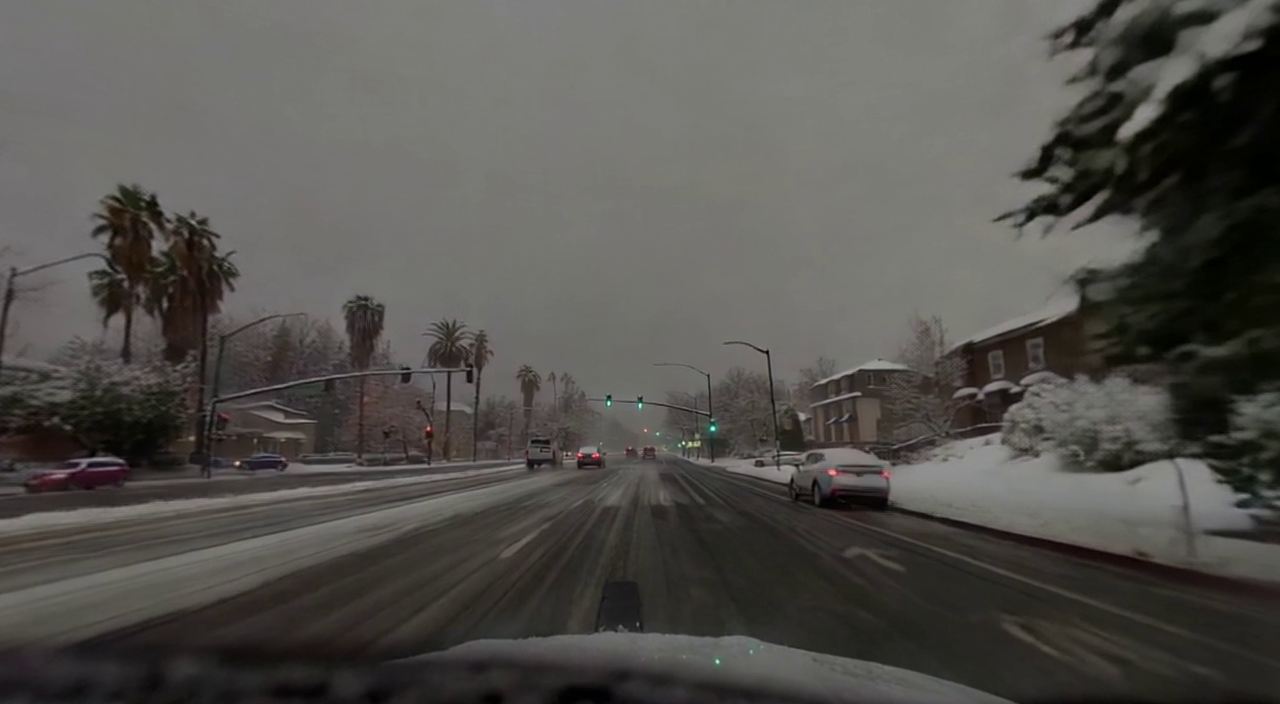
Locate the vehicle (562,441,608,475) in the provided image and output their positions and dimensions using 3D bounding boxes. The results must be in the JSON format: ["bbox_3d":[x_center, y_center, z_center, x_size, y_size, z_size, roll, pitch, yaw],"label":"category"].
[{"bbox_3d":[-3.101,6.147,36.585,2.116,1.806,4.516,0,-9,2],"label":"vehicle"}]

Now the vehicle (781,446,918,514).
[{"bbox_3d":[5.184,3.200,16.255,1.994,1.507,4.173,1,-9,-1],"label":"vehicle"}]

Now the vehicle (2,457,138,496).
[{"bbox_3d":[-25.388,5.549,28.331,1.838,1.516,4.484,0,-9,1],"label":"vehicle"}]

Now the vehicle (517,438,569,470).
[{"bbox_3d":[-6.532,7.004,43.371,2.457,2.010,6.330,0,-9,1],"label":"vehicle"}]
